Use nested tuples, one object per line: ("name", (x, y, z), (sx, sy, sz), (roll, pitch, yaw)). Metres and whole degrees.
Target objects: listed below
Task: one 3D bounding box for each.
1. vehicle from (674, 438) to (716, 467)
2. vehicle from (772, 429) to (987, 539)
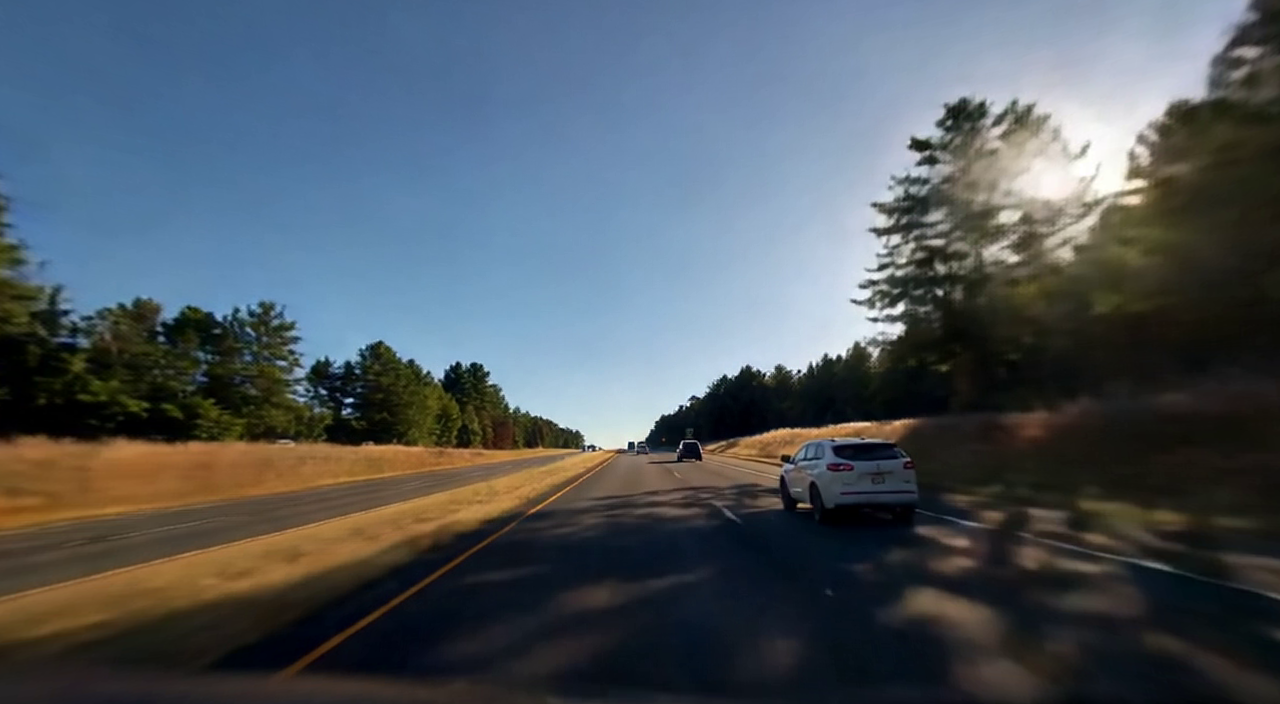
("vehicle", (3.334, 6.165, 38.722), (2.043, 1.673, 4.016), (0, -8, -2))
("vehicle", (3.828, 2.162, 11.026), (1.999, 1.501, 4.221), (0, -8, -2))
